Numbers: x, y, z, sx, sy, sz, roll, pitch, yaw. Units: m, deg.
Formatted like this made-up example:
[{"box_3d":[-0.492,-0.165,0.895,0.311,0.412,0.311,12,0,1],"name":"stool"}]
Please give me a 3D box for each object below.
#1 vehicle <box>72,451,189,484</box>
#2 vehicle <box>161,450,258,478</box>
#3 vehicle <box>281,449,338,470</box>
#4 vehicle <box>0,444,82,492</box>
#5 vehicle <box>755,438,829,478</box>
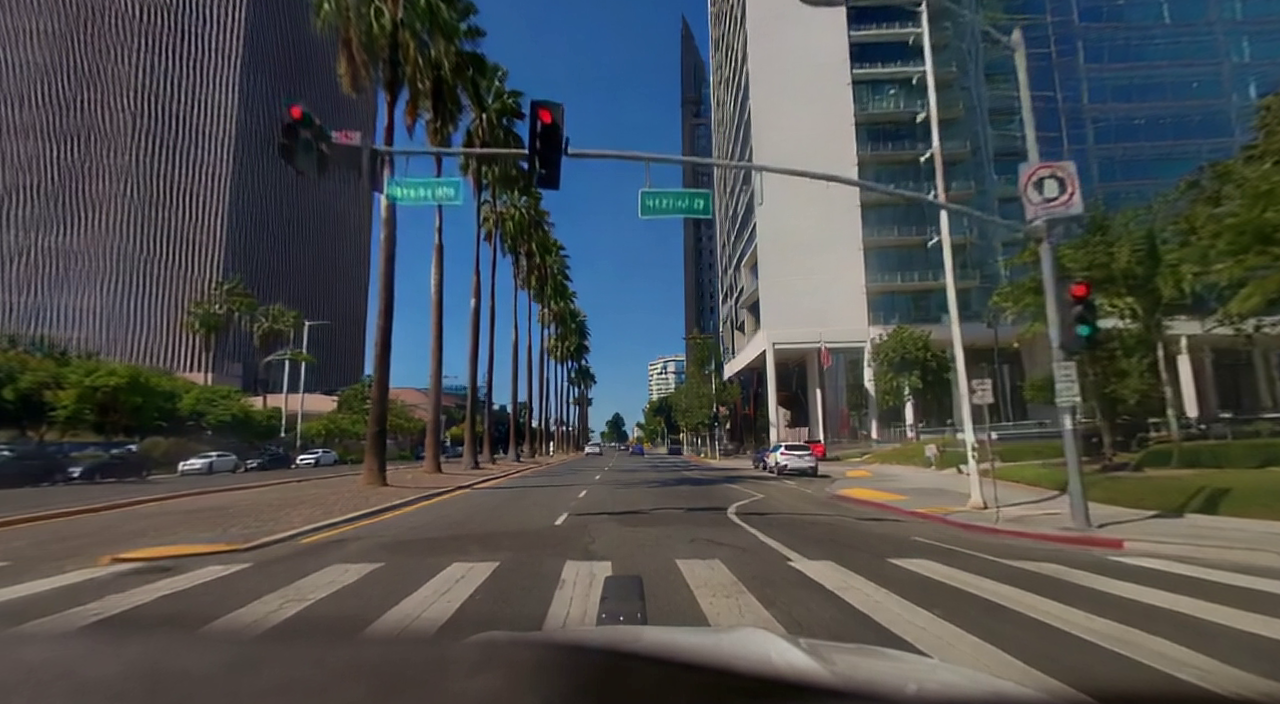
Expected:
[{"box_3d":[-24.268,5.480,30.344,1.792,1.461,4.569,0,-9,1],"name":"vehicle"},{"box_3d":[-24.359,6.329,36.017,1.905,1.496,4.960,0,-9,1],"name":"vehicle"},{"box_3d":[-24.482,7.964,46.961,1.801,1.444,4.640,0,-9,-2],"name":"vehicle"},{"box_3d":[-24.370,4.403,24.158,1.891,1.737,4.597,0,-9,-2],"name":"vehicle"},{"box_3d":[7.051,4.988,29.859,2.225,1.727,4.418,0,-9,-2],"name":"vehicle"}]
